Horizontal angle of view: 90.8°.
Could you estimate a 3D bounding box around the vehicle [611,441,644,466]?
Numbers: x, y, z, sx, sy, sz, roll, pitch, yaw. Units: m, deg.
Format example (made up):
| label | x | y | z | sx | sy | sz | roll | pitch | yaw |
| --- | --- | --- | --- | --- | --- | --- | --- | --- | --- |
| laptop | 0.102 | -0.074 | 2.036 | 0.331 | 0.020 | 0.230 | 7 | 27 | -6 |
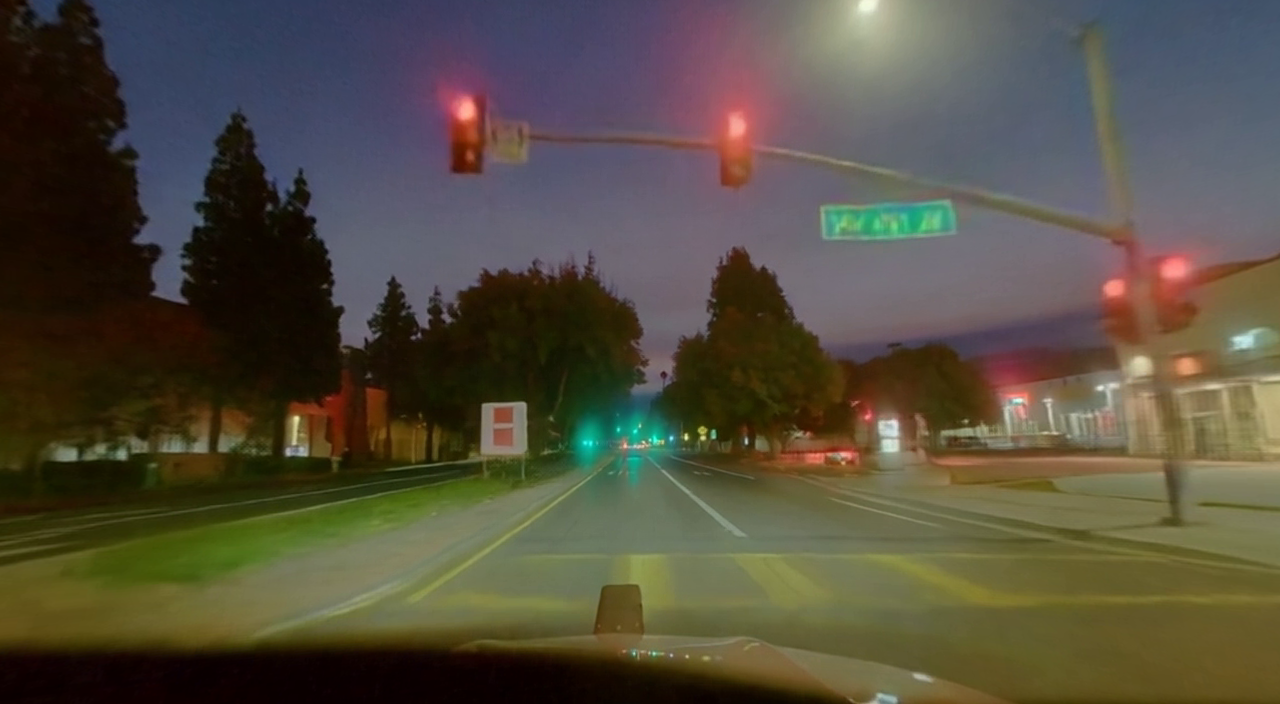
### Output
| label | x | y | z | sx | sy | sz | roll | pitch | yaw |
| --- | --- | --- | --- | --- | --- | --- | --- | --- | --- |
| vehicle | -0.828 | 6.609 | 41.306 | 2.045 | 1.510 | 3.690 | 0 | -9 | -2 |
